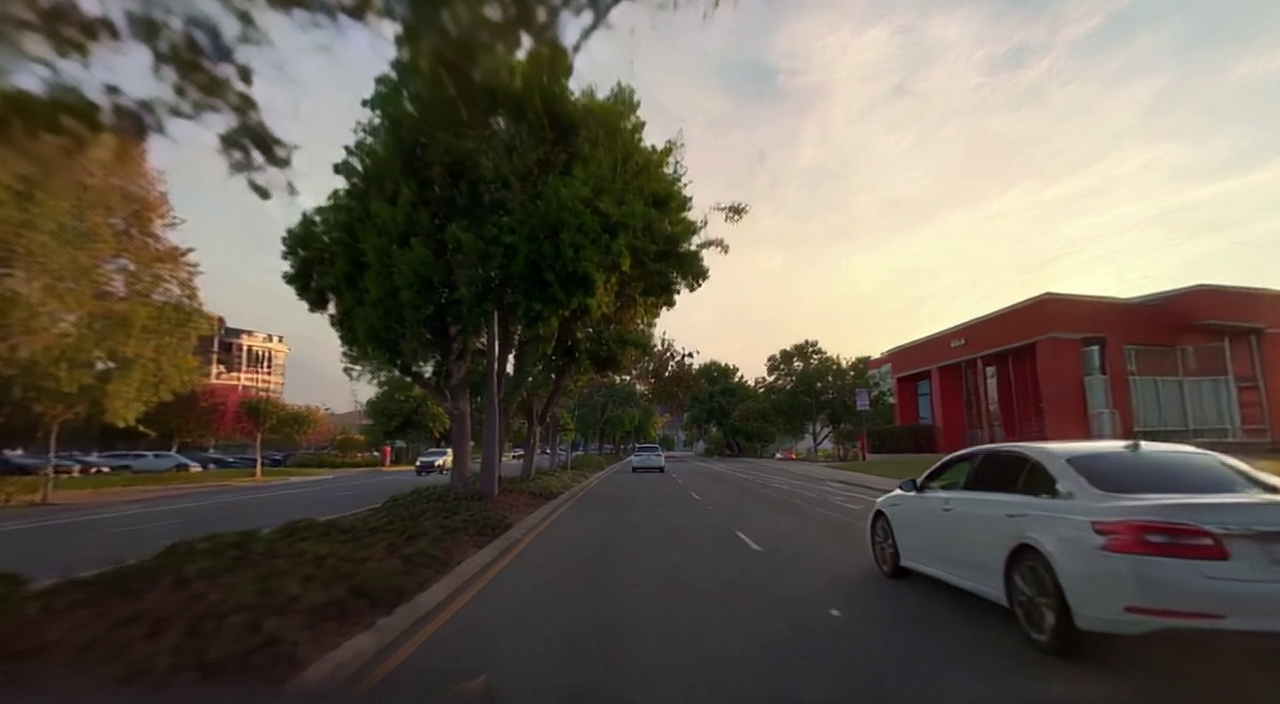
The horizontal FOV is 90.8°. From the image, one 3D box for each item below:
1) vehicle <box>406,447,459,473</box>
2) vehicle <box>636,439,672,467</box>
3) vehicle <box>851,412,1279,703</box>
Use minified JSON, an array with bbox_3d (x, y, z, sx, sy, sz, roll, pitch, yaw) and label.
[{"bbox_3d":[-14.071,7.312,43.118,1.910,1.667,4.290,-1,-8,4],"label":"vehicle"},{"bbox_3d":[0.958,6.558,41.133,2.123,1.703,4.292,-1,-8,5],"label":"vehicle"},{"bbox_3d":[3.702,1.385,5.349,2.132,1.497,4.827,0,-8,0],"label":"vehicle"}]
